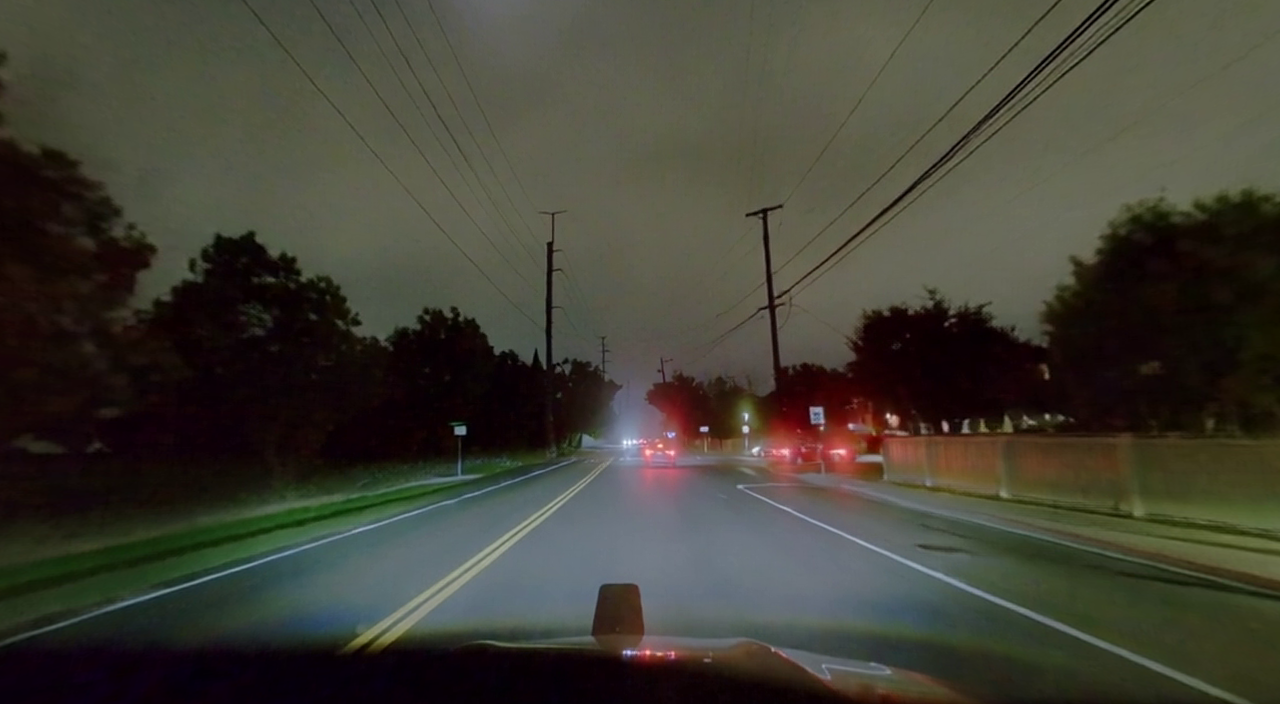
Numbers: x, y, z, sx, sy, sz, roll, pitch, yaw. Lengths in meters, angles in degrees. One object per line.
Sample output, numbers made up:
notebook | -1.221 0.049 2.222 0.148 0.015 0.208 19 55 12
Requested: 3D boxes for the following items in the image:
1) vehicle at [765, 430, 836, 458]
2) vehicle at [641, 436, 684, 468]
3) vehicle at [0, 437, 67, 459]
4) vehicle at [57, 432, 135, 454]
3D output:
vehicle | 12.129 6.928 47.682 4.635 2.026 2.258 3 -9 -18
vehicle | 1.053 4.982 31.531 1.975 1.497 3.647 0 -8 0
vehicle | -40.481 6.320 41.596 3.825 1.441 1.672 0 -9 0
vehicle | -40.473 6.744 47.050 4.127 1.528 1.708 -1 -8 0
